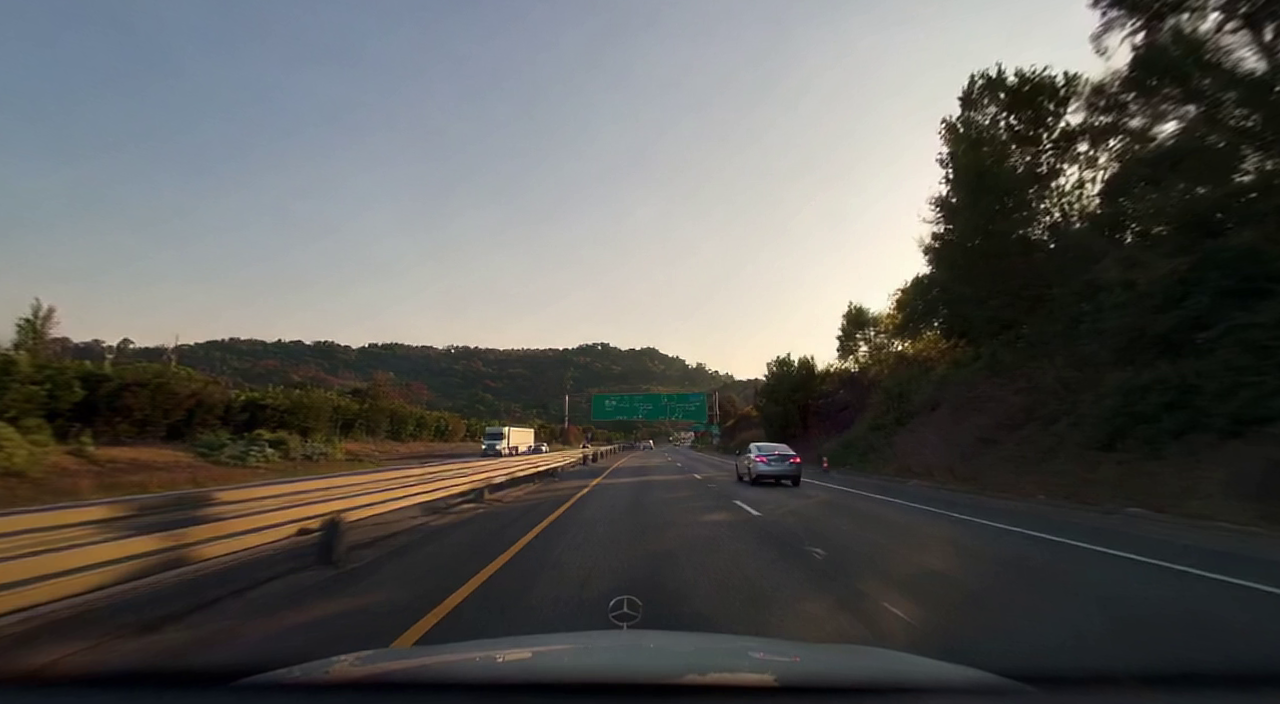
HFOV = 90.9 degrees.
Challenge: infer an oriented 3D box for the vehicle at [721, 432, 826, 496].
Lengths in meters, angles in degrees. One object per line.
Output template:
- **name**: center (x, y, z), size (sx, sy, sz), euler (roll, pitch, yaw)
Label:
- **vehicle**: center (3.519, 3.036, 17.440), size (1.997, 1.515, 4.025), euler (0, -8, 0)
